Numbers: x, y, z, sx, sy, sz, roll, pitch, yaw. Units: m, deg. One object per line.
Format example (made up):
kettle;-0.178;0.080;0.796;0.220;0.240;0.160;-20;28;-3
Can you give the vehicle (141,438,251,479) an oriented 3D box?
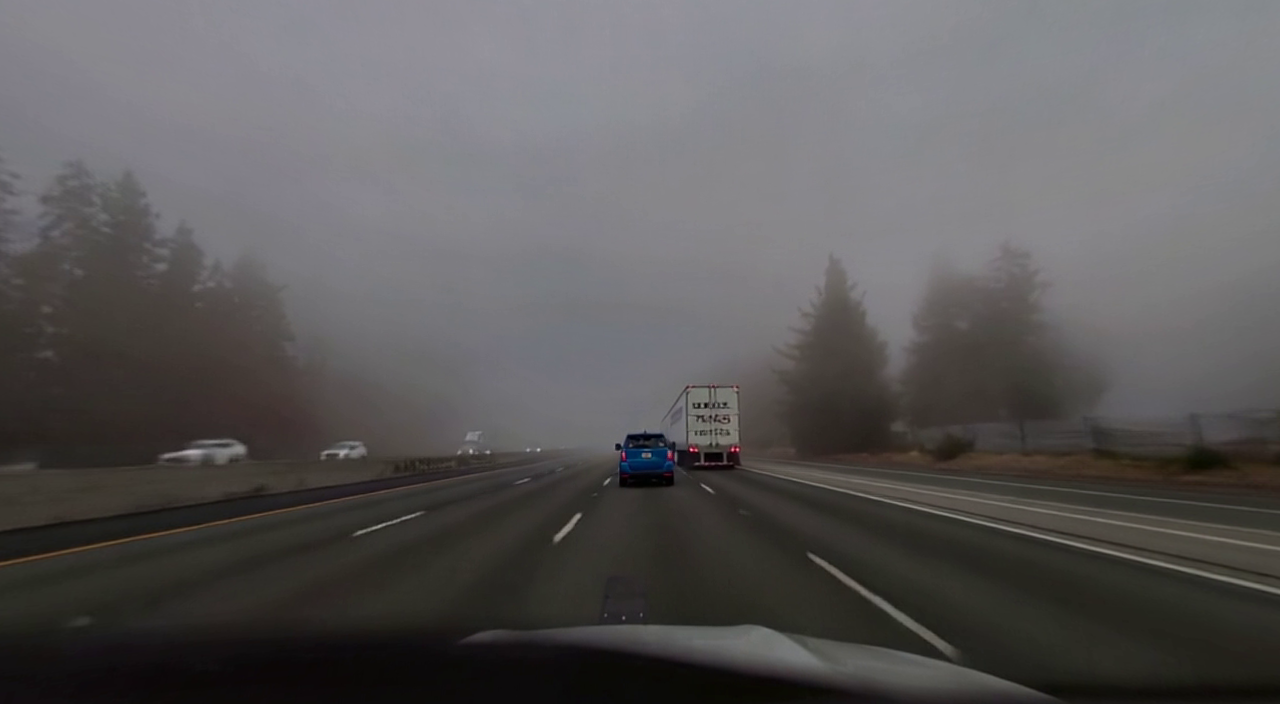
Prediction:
vehicle;-22.718;5.445;32.407;2.062;1.894;4.768;0;-8;1

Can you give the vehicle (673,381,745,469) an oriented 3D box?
vehicle;3.654;4.574;37.368;2.909;4.135;15.820;0;-8;1

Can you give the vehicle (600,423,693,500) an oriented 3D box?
vehicle;0.169;2.736;16.043;2.054;1.706;4.201;0;-8;1
